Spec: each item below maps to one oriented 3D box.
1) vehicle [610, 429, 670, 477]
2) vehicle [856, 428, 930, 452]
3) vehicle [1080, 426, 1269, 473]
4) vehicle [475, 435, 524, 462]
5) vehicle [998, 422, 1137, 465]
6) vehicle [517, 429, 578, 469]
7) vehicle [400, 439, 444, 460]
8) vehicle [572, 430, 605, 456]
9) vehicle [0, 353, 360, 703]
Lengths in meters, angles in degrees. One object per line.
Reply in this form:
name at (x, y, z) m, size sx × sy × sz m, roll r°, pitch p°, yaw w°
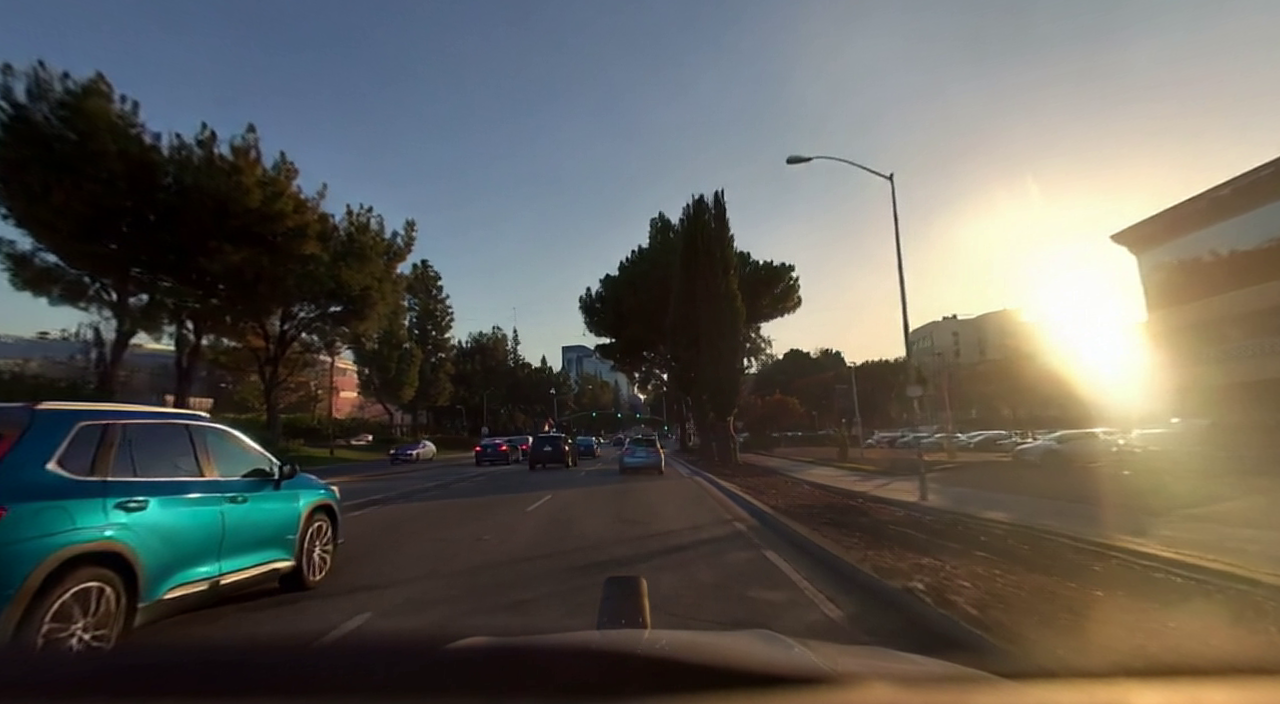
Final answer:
vehicle at (-0.006, 3.772, 23.671) m, size 2.042 × 1.641 × 4.187 m, roll 0°, pitch -8°, yaw 0°
vehicle at (17.526, 6.121, 43.651) m, size 4.329 × 1.656 × 1.873 m, roll 0°, pitch -8°, yaw 1°
vehicle at (17.504, 3.207, 20.711) m, size 4.460 × 1.449 × 1.959 m, roll 0°, pitch -8°, yaw -2°
vehicle at (-8.100, 5.631, 36.652) m, size 1.926 × 1.463 × 4.450 m, roll 0°, pitch -8°, yaw -1°
vehicle at (17.267, 3.719, 25.484) m, size 4.290 × 1.664 × 1.893 m, roll 1°, pitch -8°, yaw -3°
vehicle at (-4.228, 4.501, 29.332) m, size 2.113 × 1.713 × 4.422 m, roll 0°, pitch -8°, yaw 1°
vehicle at (-16.321, 7.311, 47.114) m, size 1.984 × 1.497 × 3.816 m, roll 0°, pitch -8°, yaw -1°
vehicle at (-3.781, 6.759, 46.659) m, size 2.047 × 1.810 × 4.414 m, roll 0°, pitch -8°, yaw 0°
vehicle at (-3.778, 1.019, 3.964) m, size 2.070 × 1.641 × 4.152 m, roll 0°, pitch -8°, yaw 0°
